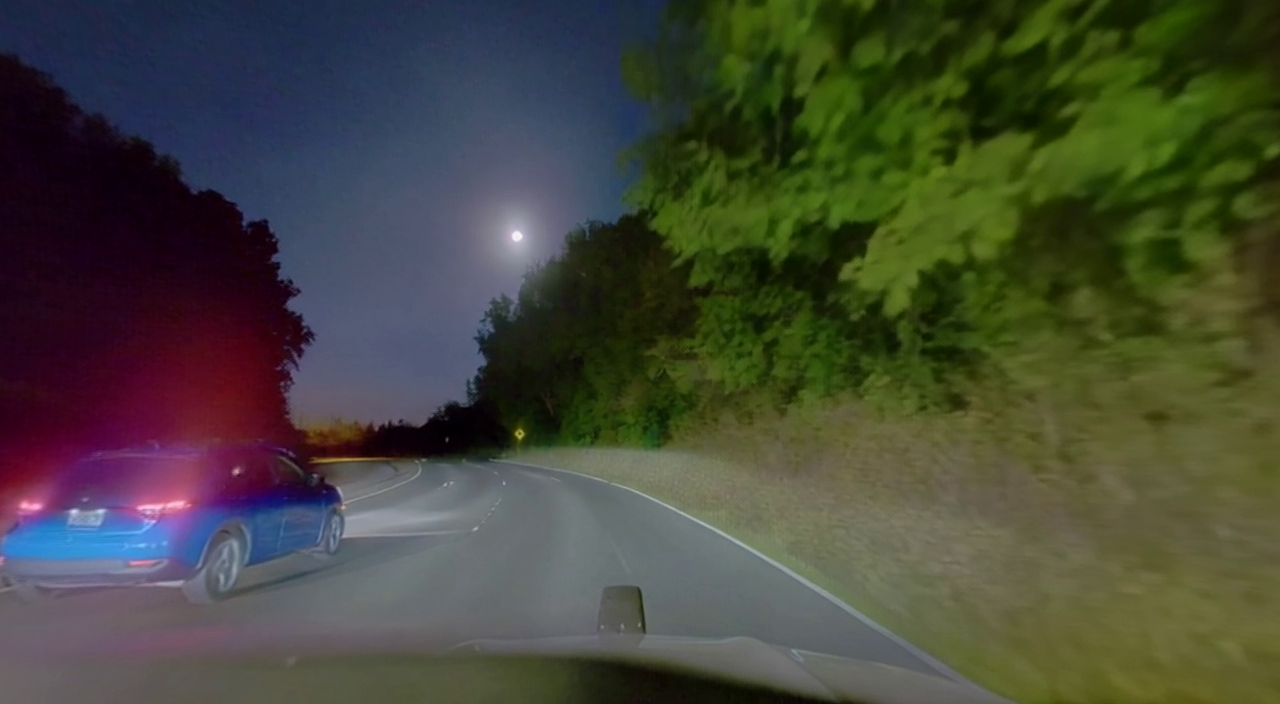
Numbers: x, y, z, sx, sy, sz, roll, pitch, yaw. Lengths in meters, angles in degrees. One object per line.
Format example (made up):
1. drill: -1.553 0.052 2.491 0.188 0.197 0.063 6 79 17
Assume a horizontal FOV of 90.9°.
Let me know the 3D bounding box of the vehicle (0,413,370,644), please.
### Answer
1. vehicle: -4.631 1.559 6.473 2.078 1.607 3.959 0 -9 -3
